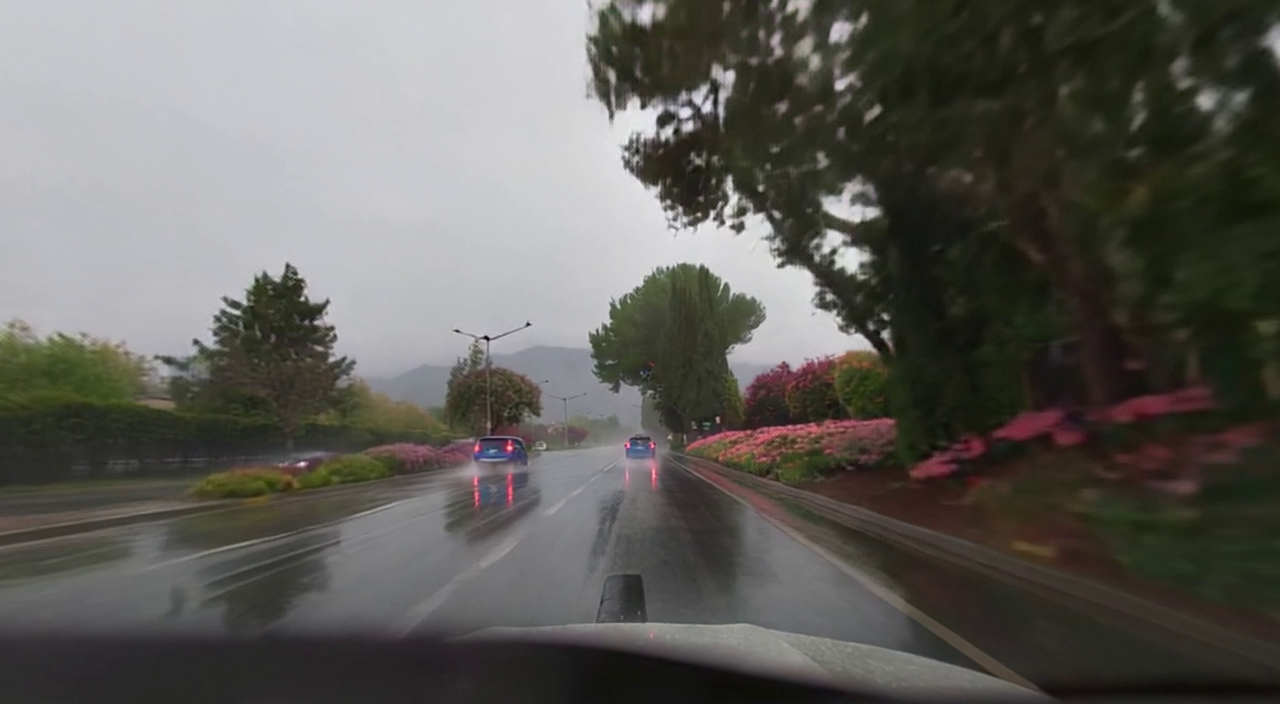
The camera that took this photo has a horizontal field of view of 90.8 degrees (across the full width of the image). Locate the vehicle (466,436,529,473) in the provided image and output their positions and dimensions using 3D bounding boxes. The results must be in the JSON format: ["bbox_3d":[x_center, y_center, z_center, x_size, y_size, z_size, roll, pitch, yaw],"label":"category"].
[{"bbox_3d":[-6.908,5.015,31.080,1.993,1.657,4.487,-1,-8,1],"label":"vehicle"}]

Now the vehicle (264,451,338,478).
[{"bbox_3d":[-20.704,6.876,38.815,1.877,1.507,4.722,0,-8,1],"label":"vehicle"}]

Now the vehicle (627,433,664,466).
[{"bbox_3d":[0.329,5.744,37.291,2.070,1.764,4.552,0,-8,1],"label":"vehicle"}]
